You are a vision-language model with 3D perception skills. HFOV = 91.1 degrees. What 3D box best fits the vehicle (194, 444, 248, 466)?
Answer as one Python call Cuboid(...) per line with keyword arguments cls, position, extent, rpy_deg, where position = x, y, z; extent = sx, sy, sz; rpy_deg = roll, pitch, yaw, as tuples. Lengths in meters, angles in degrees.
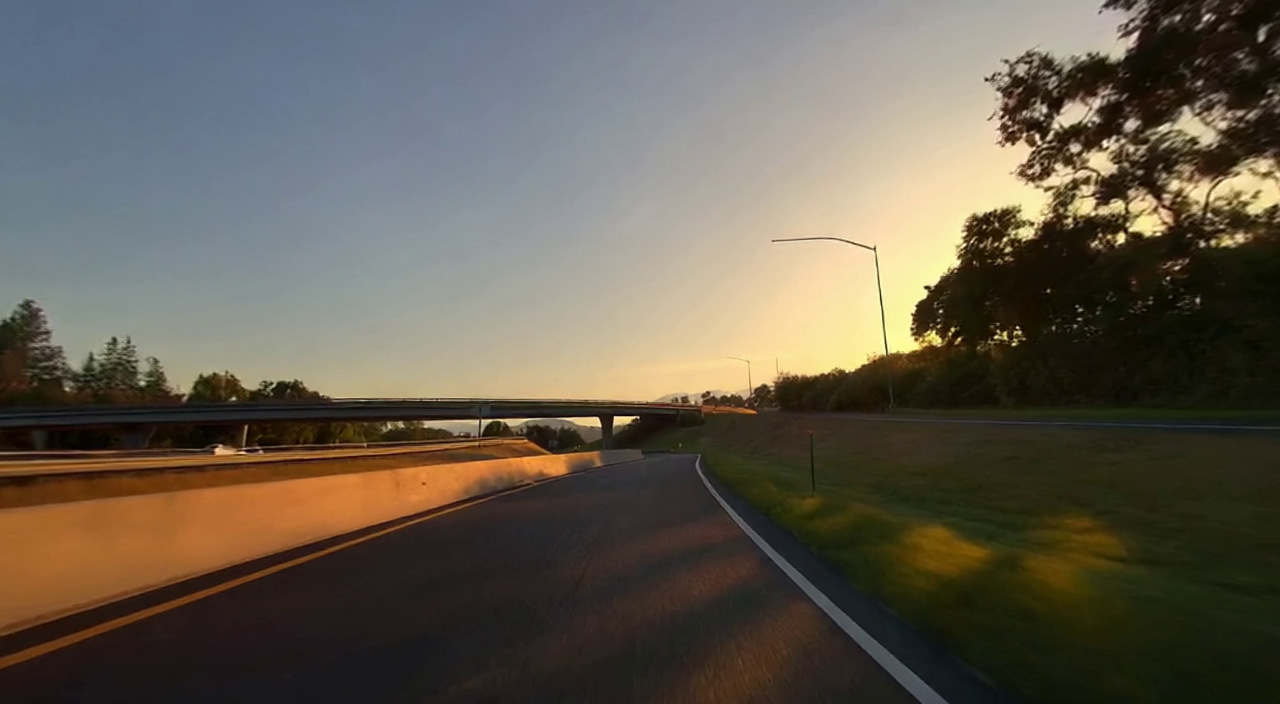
Cuboid(cls="vehicle", position=(-31.963, 7.821, 48.096), extent=(1.958, 1.562, 4.494), rpy_deg=(2, -8, -14))
